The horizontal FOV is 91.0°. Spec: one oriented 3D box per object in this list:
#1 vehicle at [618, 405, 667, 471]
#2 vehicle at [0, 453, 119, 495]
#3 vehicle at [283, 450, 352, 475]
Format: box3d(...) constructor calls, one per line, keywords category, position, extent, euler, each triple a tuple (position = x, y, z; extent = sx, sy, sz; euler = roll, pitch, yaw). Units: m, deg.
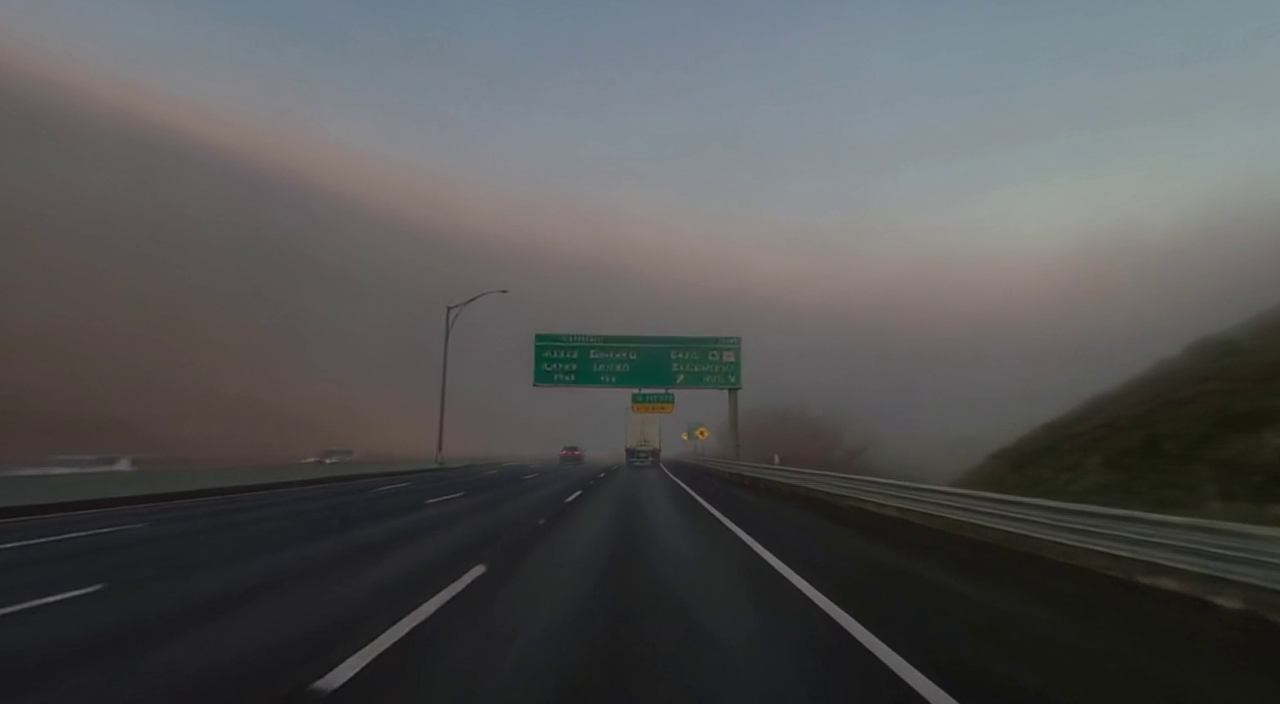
box3d(category="vehicle", position=(0.270, 6.273, 45.432), extent=(3.039, 4.131, 11.822), euler=(0, -9, 1))
box3d(category="vehicle", position=(-25.249, 5.136, 26.935), extent=(1.907, 1.556, 4.619), euler=(0, -9, 1))
box3d(category="vehicle", position=(-21.651, 7.426, 42.496), extent=(2.047, 1.574, 4.700), euler=(0, -9, 1))
